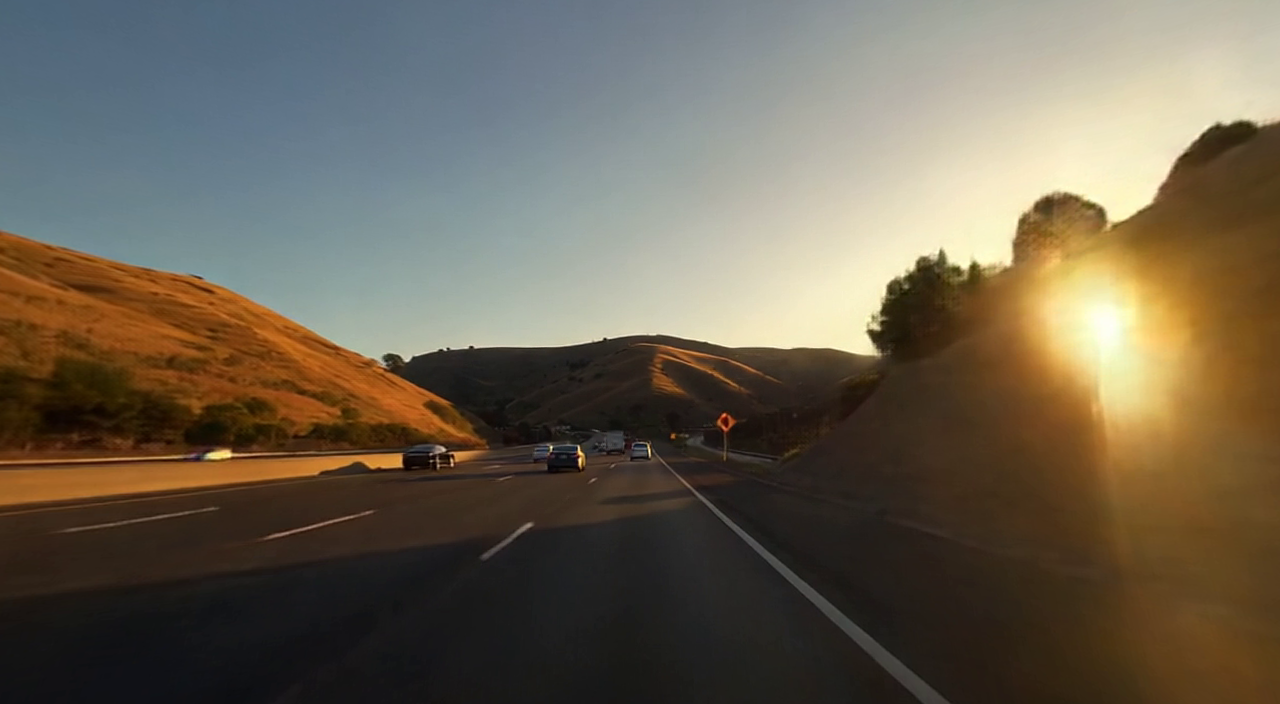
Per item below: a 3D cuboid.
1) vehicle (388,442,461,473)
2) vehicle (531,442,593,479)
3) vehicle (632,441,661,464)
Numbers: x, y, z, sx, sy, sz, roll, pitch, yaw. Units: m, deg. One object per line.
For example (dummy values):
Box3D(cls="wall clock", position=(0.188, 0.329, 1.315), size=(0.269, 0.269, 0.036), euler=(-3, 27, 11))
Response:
Box3D(cls="vehicle", position=(-10.907, 5.361, 32.349), size=(1.945, 1.466, 4.947), euler=(0, -8, 1))
Box3D(cls="vehicle", position=(-3.370, 4.797, 28.263), size=(2.080, 1.505, 4.649), euler=(-1, -8, 1))
Box3D(cls="vehicle", position=(0.503, 7.725, 48.726), size=(2.138, 1.674, 4.044), euler=(0, -8, 1))
